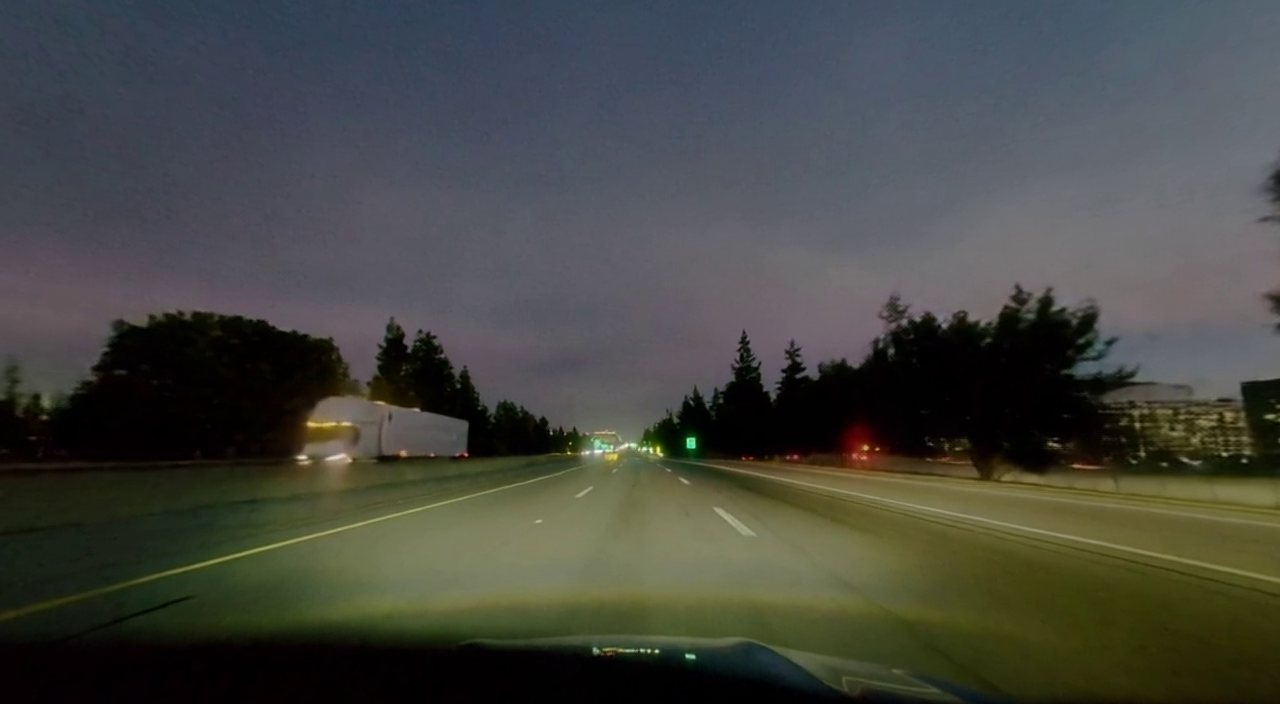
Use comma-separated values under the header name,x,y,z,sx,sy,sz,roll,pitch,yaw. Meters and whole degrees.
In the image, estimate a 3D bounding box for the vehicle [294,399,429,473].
name,x,y,z,sx,sy,sz,roll,pitch,yaw
vehicle,-15.975,5.106,37.463,3.043,3.740,10.678,0,-9,0
